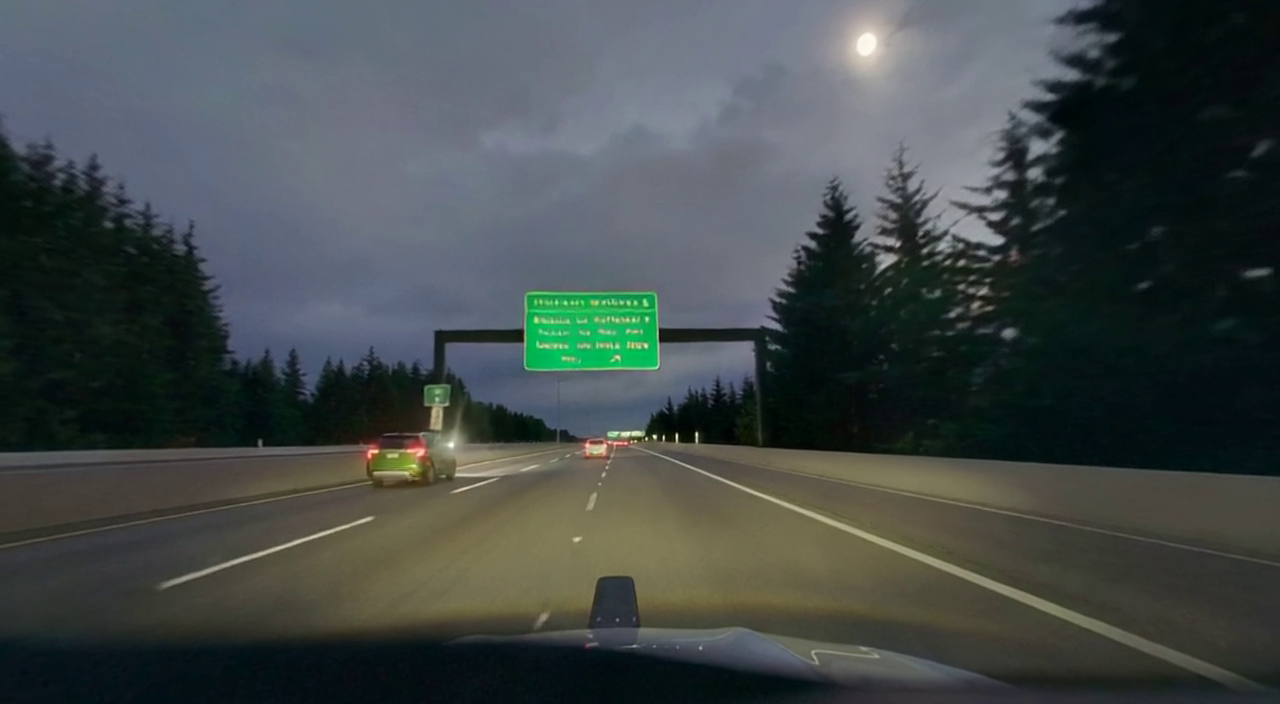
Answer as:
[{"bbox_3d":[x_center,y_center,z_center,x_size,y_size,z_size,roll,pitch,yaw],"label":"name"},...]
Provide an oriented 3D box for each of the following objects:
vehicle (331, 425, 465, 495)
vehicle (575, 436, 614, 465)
[{"bbox_3d":[-6.612,2.981,17.843,2.111,1.689,4.505,0,-8,-2],"label":"vehicle"},{"bbox_3d":[-2.522,5.584,35.978,2.010,1.534,4.013,0,-8,-1],"label":"vehicle"}]
